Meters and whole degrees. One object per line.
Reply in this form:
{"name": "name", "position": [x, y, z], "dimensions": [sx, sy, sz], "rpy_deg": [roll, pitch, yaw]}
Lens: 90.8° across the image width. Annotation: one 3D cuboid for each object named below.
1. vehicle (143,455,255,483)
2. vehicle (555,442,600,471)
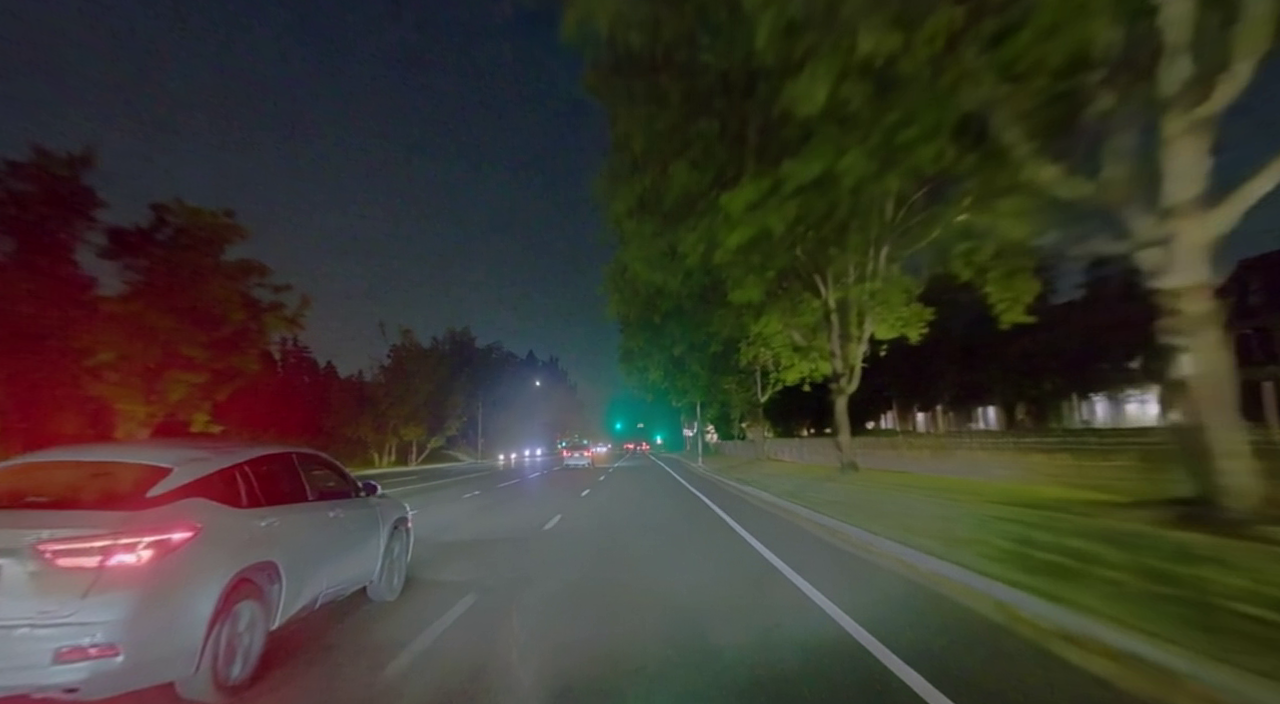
{"name": "vehicle", "position": [-24.801, 6.582, 35.632], "dimensions": [4.743, 1.482, 2.164], "rpy_deg": [-1, -8, 4]}
{"name": "vehicle", "position": [-3.279, 5.560, 33.986], "dimensions": [1.992, 1.447, 4.044], "rpy_deg": [0, -8, 0]}
